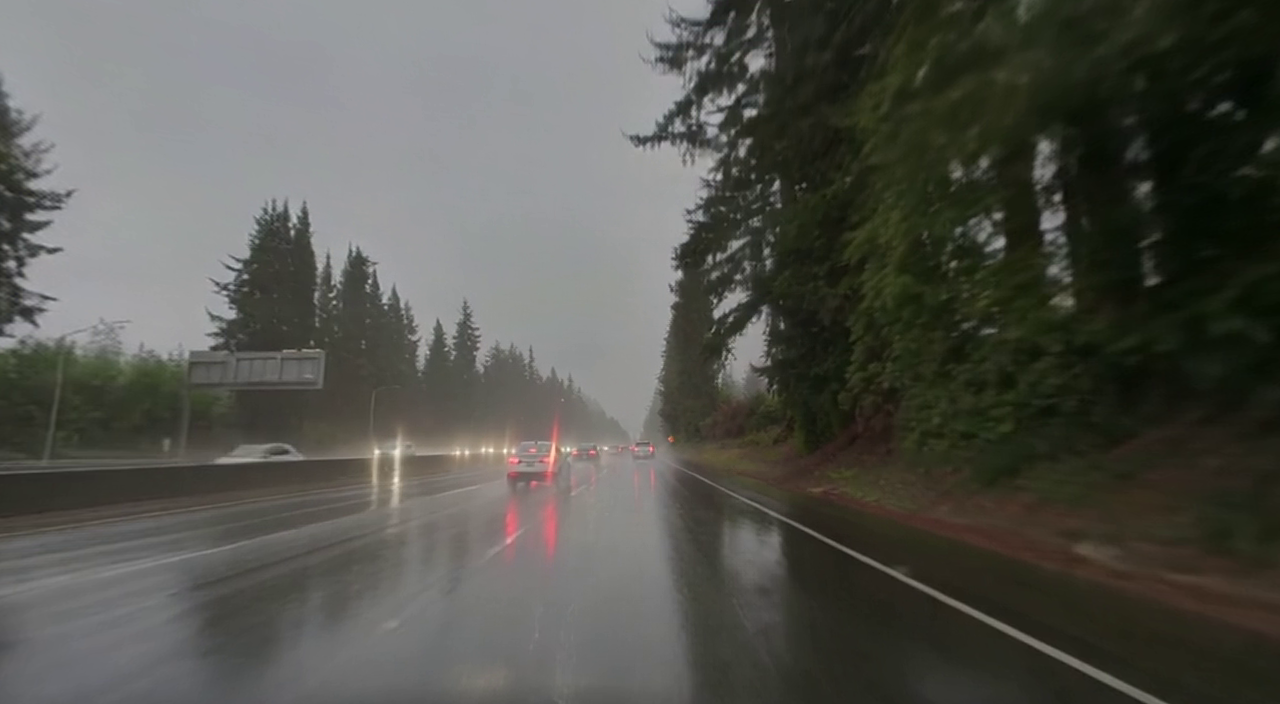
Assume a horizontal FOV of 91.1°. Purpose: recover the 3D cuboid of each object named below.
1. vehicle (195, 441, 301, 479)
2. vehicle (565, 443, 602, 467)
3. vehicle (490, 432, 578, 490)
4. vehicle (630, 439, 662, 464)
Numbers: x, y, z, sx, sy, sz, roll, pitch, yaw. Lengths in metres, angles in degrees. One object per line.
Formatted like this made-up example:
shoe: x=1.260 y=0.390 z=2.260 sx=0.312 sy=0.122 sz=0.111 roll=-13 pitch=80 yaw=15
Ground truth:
vehicle: x=-17.076 y=4.704 z=27.624 sx=1.849 sy=1.527 sz=4.323 roll=0 pitch=-8 yaw=0
vehicle: x=-3.659 y=6.743 z=41.261 sx=2.055 sy=1.431 sz=3.921 roll=0 pitch=-8 yaw=1
vehicle: x=-3.303 y=3.491 z=20.444 sx=2.056 sy=1.679 sz=4.204 roll=0 pitch=-8 yaw=1
vehicle: x=0.415 y=7.359 z=46.542 sx=2.285 sy=1.797 sz=4.478 roll=0 pitch=-8 yaw=0
